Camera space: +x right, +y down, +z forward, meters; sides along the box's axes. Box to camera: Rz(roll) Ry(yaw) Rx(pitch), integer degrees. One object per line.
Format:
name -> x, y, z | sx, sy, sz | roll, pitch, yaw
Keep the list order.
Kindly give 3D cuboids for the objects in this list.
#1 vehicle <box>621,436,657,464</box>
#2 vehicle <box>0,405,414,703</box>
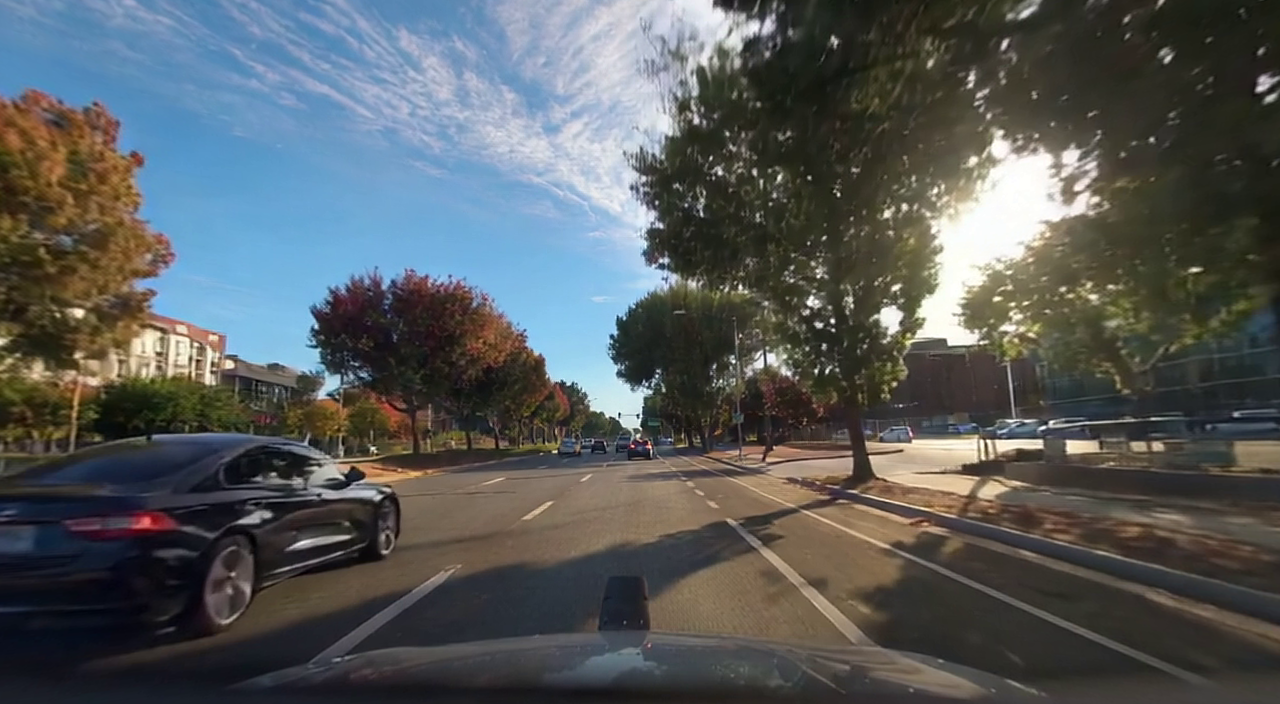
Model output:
vehicle -> -0.059, 6.252, 40.329 | 2.199, 1.652, 4.101 | 0, -8, 0
vehicle -> -3.769, 1.329, 5.187 | 1.942, 1.462, 4.905 | 0, -8, 1
